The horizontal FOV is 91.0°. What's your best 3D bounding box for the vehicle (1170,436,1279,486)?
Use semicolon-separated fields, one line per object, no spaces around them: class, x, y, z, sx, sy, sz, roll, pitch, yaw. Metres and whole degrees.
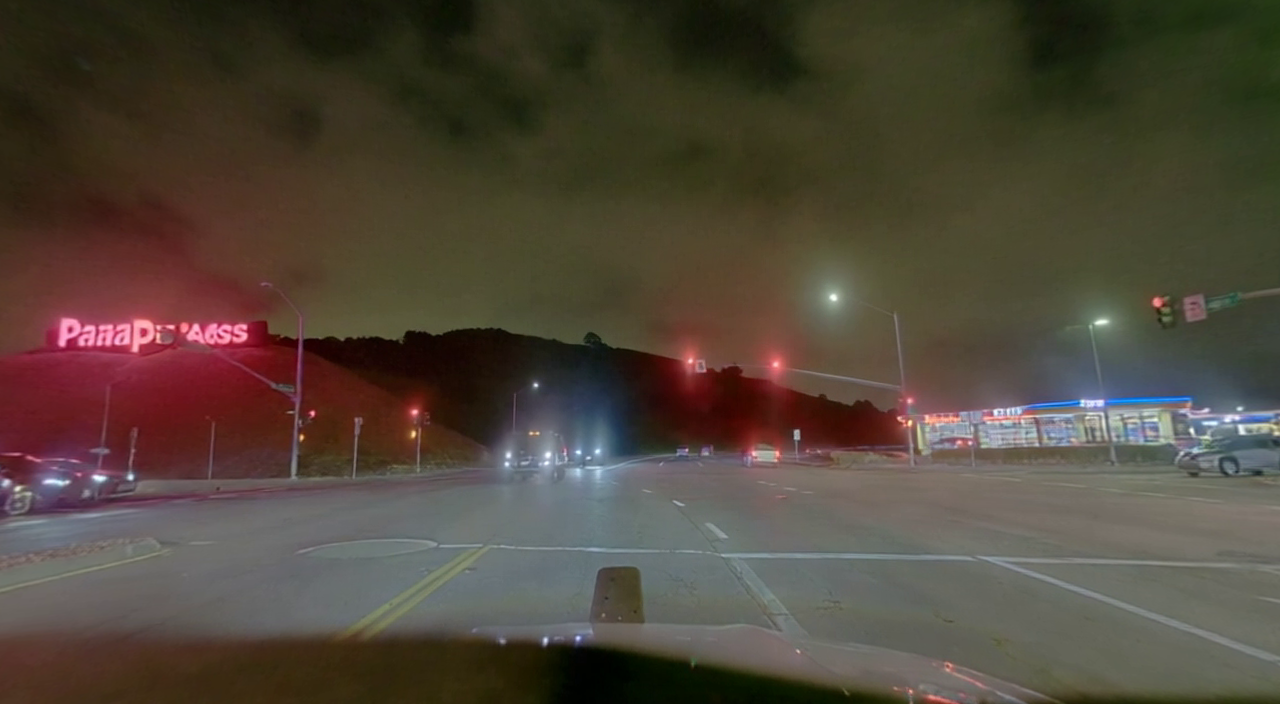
vehicle;25.081;4.463;26.031;4.546;1.944;2.051;1;-9;-5

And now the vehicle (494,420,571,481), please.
vehicle;-4.304;4.069;26.118;2.196;2.264;5.206;0;-8;1

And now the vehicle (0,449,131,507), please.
vehicle;-19.784;4.080;20.585;4.440;1.748;2.033;0;-8;1

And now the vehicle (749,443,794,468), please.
vehicle;8.762;6.944;42.374;1.911;1.594;4.378;0;-9;-3
